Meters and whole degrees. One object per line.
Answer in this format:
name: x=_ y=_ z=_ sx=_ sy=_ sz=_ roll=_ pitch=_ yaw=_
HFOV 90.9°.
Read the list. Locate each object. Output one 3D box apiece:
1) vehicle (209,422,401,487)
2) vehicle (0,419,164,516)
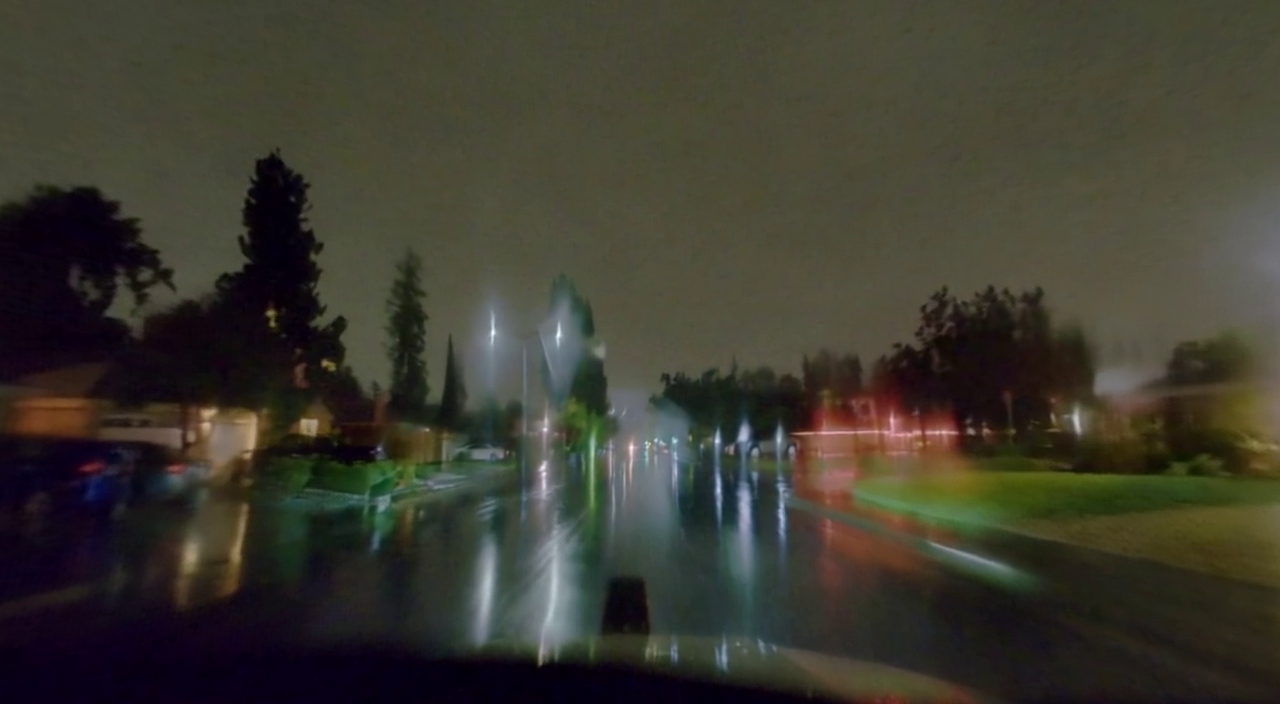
vehicle: x=-12.967 y=4.028 z=24.822 sx=5.946 sy=2.048 sz=2.595 roll=4 pitch=-9 yaw=-3
vehicle: x=-13.529 y=2.433 z=13.482 sx=4.796 sy=1.864 sz=2.328 roll=-1 pitch=-9 yaw=2
